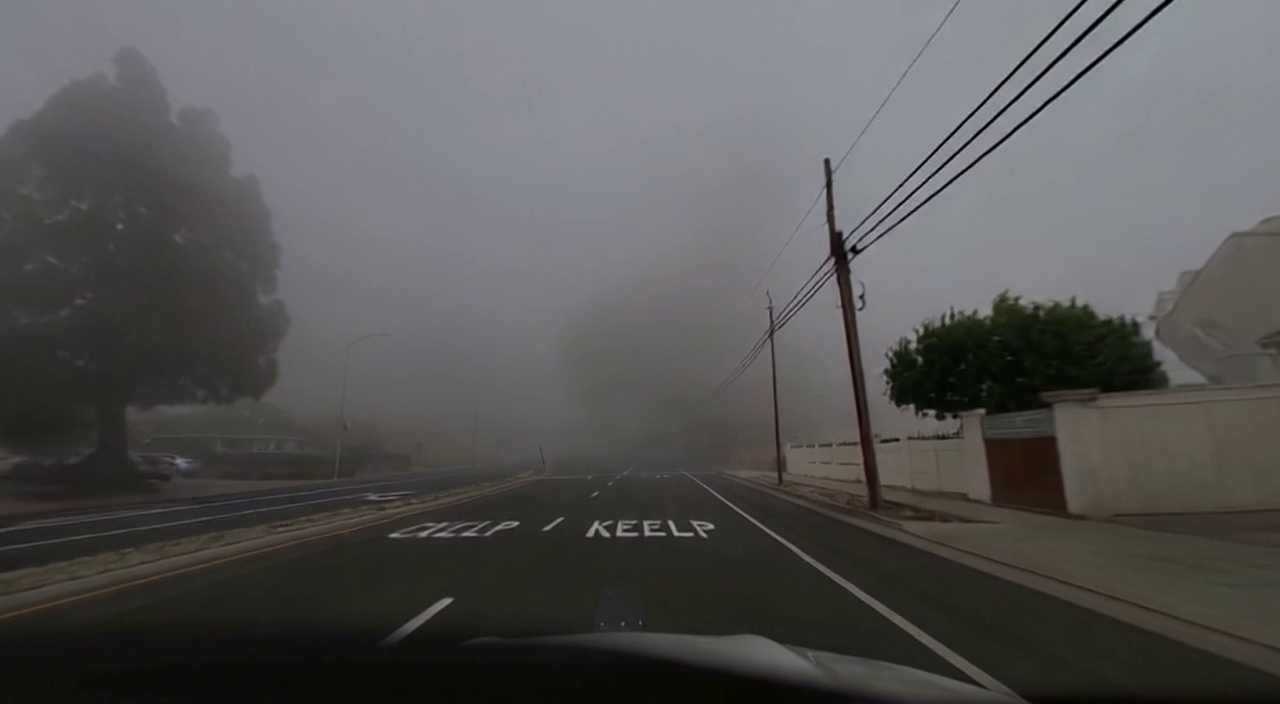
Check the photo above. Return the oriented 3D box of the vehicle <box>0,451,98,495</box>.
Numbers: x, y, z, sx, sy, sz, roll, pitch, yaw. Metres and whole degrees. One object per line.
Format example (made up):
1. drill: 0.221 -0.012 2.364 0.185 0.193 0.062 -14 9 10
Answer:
1. vehicle: -26.632 5.193 27.436 1.921 1.695 4.550 0 -8 3

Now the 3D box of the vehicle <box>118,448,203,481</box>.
1. vehicle: -29.021 6.787 38.404 2.100 1.845 4.793 2 -8 -11
